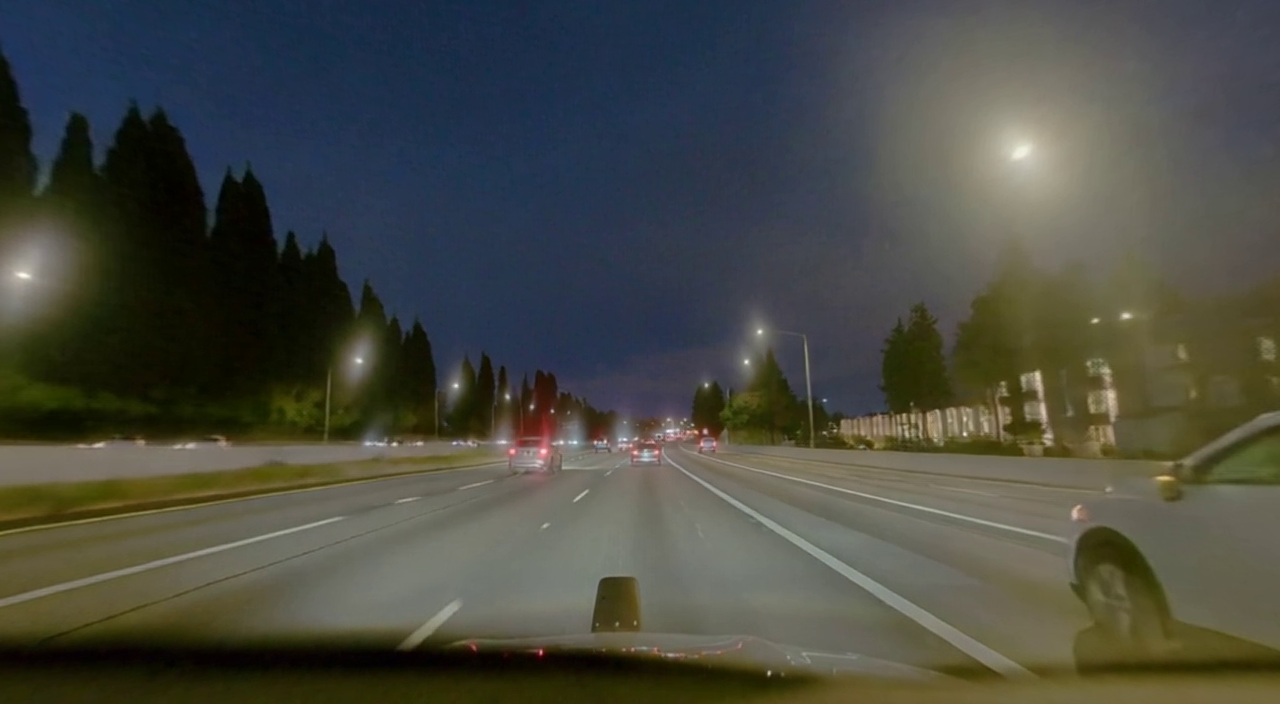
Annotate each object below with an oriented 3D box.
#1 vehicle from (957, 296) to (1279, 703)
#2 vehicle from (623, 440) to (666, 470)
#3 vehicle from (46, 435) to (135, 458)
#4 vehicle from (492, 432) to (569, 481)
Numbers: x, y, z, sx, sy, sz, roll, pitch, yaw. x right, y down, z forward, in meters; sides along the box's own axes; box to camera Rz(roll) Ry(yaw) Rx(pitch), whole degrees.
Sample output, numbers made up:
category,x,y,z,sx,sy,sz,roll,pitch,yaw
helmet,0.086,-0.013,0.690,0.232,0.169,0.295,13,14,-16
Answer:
category,x,y,z,sx,sy,sz,roll,pitch,yaw
vehicle,3.642,0.678,2.073,2.463,1.851,5.122,0,-8,-1
vehicle,0.218,5.487,33.855,2.146,1.485,4.332,0,-9,0
vehicle,-41.979,7.256,48.553,2.019,1.695,5.538,0,-9,-1
vehicle,-4.154,4.059,24.759,2.260,1.706,4.177,0,-8,0
